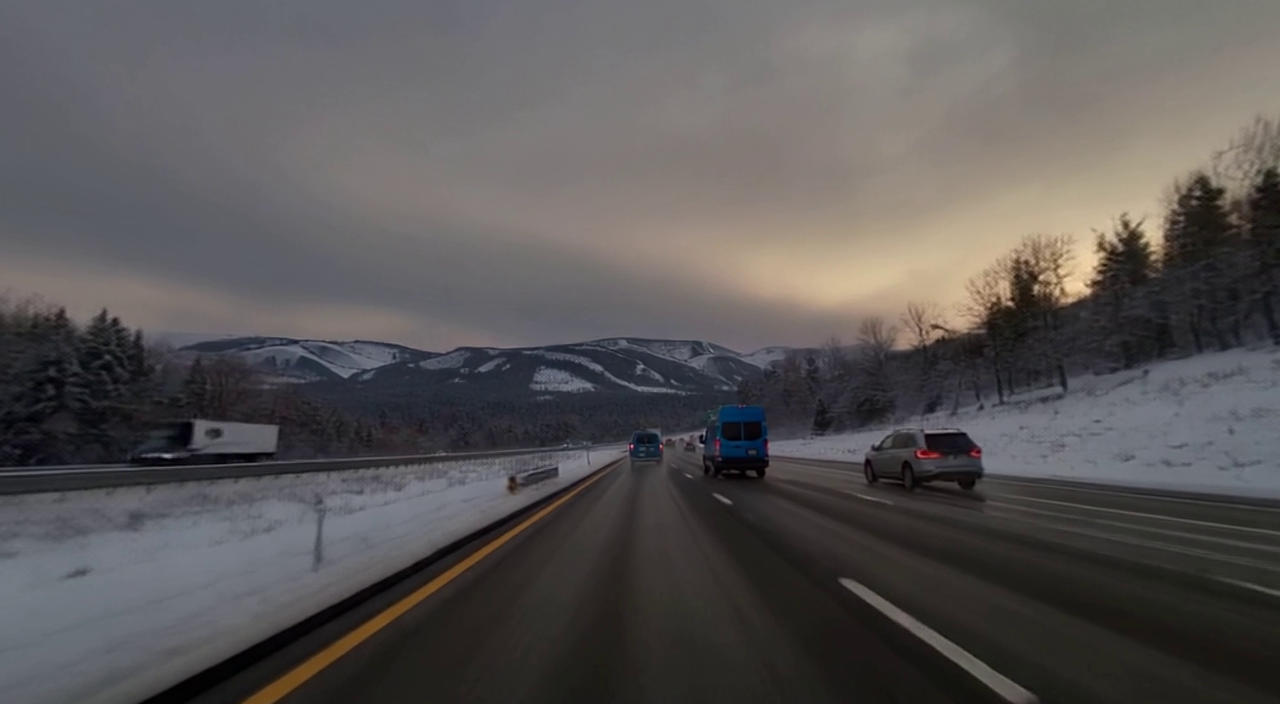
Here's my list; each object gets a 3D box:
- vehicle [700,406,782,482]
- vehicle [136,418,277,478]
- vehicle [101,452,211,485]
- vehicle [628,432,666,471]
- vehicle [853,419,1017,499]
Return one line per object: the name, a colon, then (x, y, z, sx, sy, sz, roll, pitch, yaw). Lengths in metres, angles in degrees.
vehicle: (3.867, 3.721, 25.484, 2.302, 2.670, 6.176, 0, -8, 0)
vehicle: (-28.362, 6.348, 42.039, 2.943, 3.541, 8.963, 0, -8, 0)
vehicle: (-24.284, 5.815, 31.877, 1.865, 1.488, 4.598, 0, -8, 0)
vehicle: (0.412, 5.918, 37.685, 2.131, 2.122, 4.473, 0, -8, 0)
vehicle: (7.956, 2.947, 17.733, 2.240, 1.925, 4.854, 0, -8, 0)
